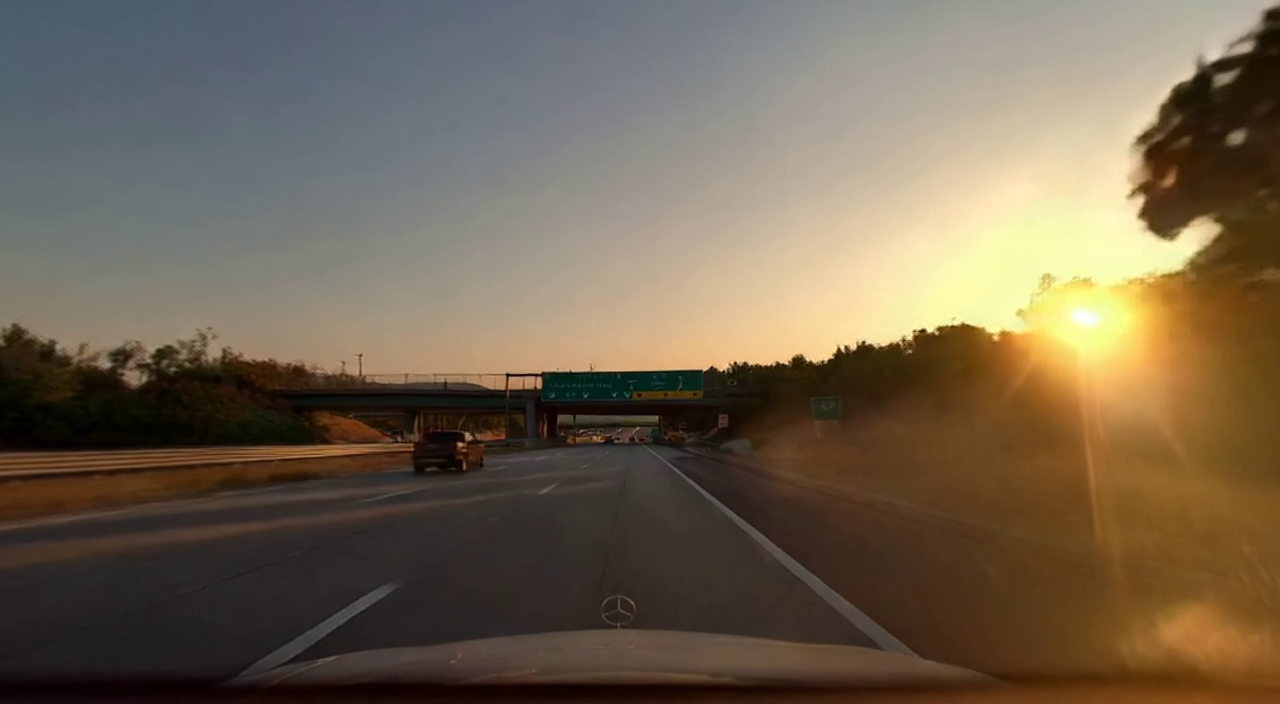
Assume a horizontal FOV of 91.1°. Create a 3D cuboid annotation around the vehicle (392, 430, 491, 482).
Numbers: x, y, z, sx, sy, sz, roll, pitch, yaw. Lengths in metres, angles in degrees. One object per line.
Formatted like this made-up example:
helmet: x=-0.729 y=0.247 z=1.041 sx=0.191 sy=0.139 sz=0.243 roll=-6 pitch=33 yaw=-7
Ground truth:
vehicle: x=-7.004 y=3.694 z=22.794 sx=2.111 sy=1.662 sz=4.630 roll=0 pitch=-8 yaw=0
